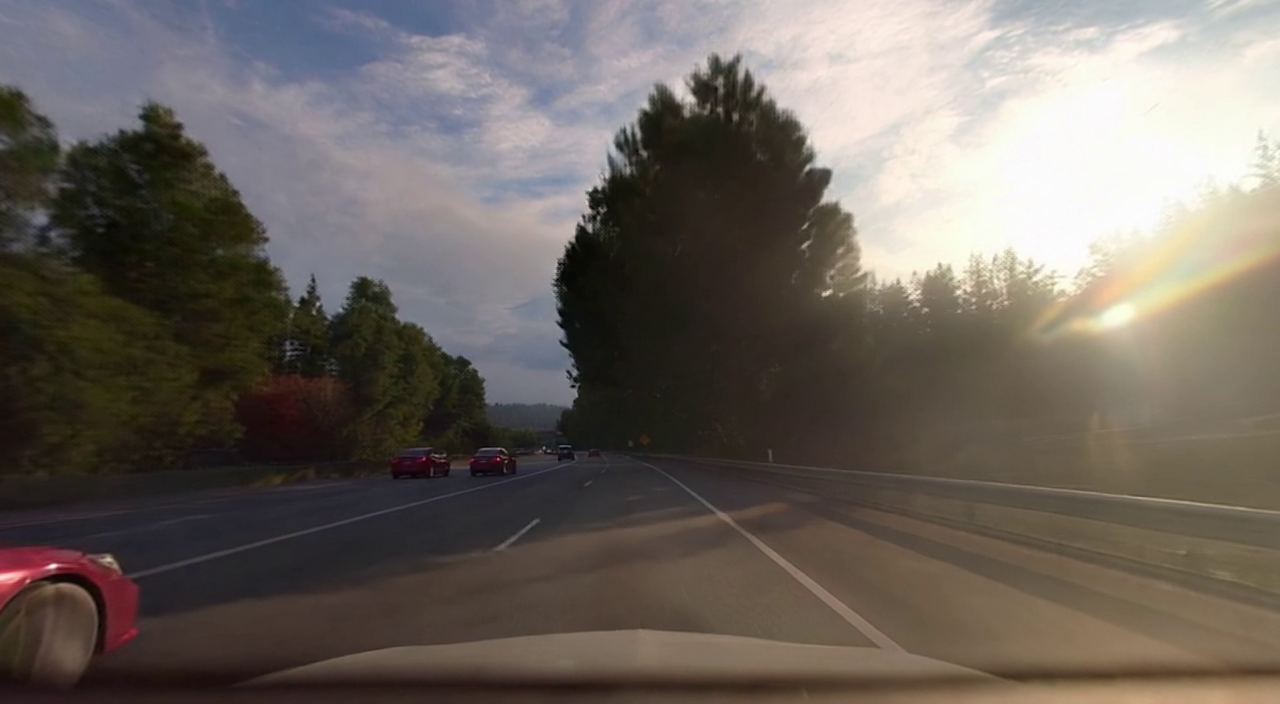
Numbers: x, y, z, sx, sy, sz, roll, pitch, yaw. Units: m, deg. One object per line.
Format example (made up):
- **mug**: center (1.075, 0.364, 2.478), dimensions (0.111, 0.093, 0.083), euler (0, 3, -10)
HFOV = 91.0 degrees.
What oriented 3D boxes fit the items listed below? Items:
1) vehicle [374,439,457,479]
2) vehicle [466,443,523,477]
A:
- **vehicle**: center (-11.798, 5.639, 33.555), dimensions (2.425, 1.926, 5.584), euler (0, -9, -1)
- **vehicle**: center (-7.610, 5.672, 33.335), dimensions (2.060, 1.680, 4.255), euler (0, -9, -1)
